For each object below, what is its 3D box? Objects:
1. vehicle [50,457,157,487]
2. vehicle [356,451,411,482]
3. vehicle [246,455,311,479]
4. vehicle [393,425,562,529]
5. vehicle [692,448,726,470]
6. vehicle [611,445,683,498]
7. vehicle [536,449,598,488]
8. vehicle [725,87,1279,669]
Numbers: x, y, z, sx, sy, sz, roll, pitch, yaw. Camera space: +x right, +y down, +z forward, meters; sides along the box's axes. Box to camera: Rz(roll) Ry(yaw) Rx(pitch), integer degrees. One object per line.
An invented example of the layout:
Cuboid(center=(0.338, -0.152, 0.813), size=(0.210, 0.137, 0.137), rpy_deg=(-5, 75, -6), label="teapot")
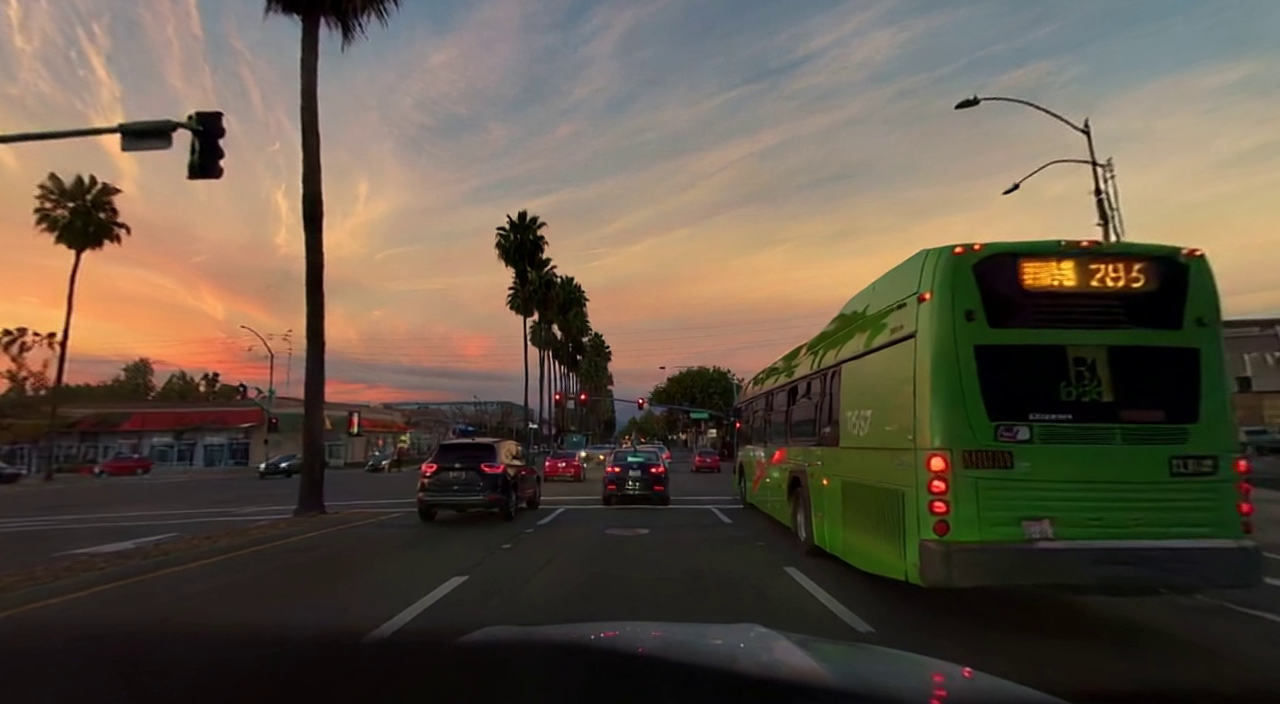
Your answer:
Cuboid(center=(-34.746, 7.773, 41.060), size=(4.872, 1.622, 2.022), rpy_deg=(-1, -9, -7), label="vehicle")
Cuboid(center=(-15.325, 6.765, 37.602), size=(2.076, 1.540, 4.577), rpy_deg=(3, -8, -34), label="vehicle")
Cuboid(center=(-27.007, 8.527, 47.182), size=(4.679, 1.679, 1.899), rpy_deg=(-5, -10, 27), label="vehicle")
Cuboid(center=(-3.199, 2.594, 13.751), size=(2.145, 1.824, 4.974), rpy_deg=(-1, -9, 3), label="vehicle")
Cuboid(center=(4.841, 7.598, 44.969), size=(1.989, 1.467, 4.364), rpy_deg=(0, -9, 1), label="vehicle")
Cuboid(center=(0.246, 3.726, 20.065), size=(2.060, 1.499, 3.831), rpy_deg=(0, -9, 2), label="vehicle")
Cuboid(center=(-2.865, 4.688, 25.786), size=(1.919, 1.415, 4.178), rpy_deg=(0, -9, 2), label="vehicle")
Cuboid(center=(3.908, 1.055, 11.044), size=(3.068, 4.026, 13.534), rpy_deg=(0, -9, 0), label="vehicle")
